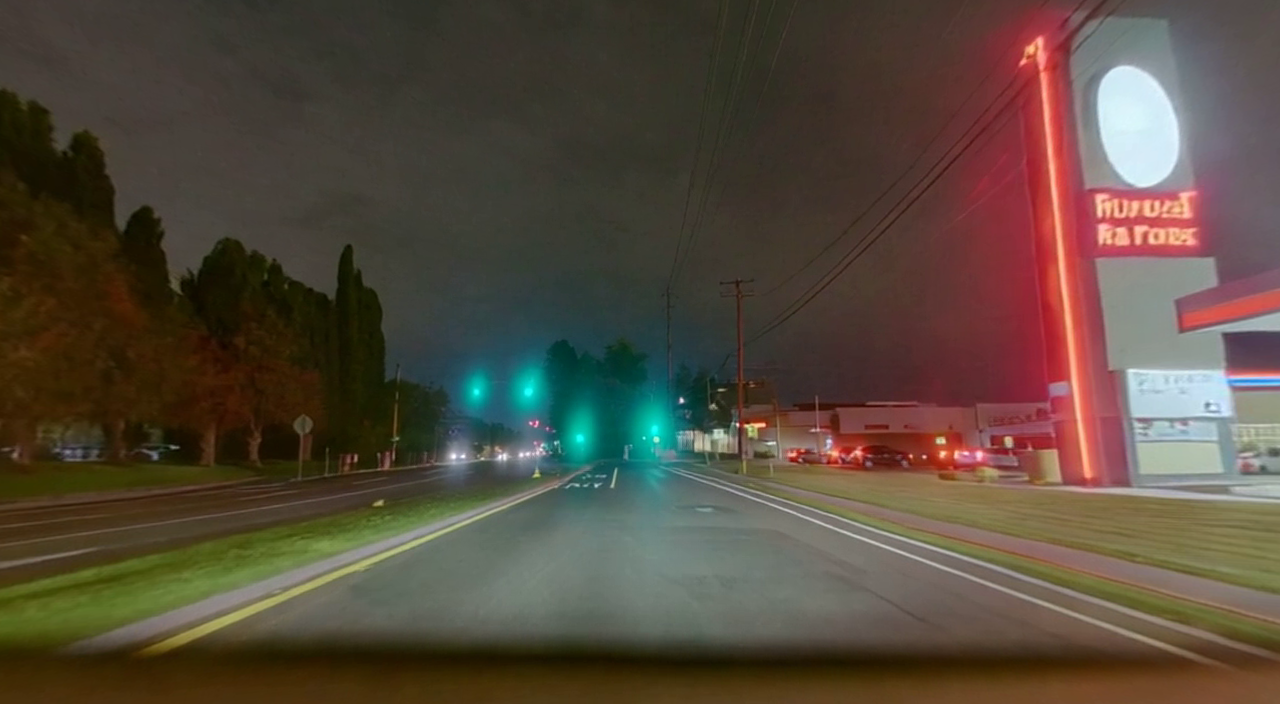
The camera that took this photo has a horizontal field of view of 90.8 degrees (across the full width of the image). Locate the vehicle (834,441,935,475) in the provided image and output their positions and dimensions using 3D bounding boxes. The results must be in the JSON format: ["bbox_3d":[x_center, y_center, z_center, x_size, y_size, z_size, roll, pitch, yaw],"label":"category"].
[{"bbox_3d":[14.110,6.151,36.712,4.996,1.720,2.027,1,-9,2],"label":"vehicle"}]

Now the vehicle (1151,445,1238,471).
[{"bbox_3d":[41.268,7.903,47.114,4.406,1.781,2.092,0,-10,1],"label":"vehicle"}]

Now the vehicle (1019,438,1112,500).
[{"bbox_3d":[14.391,3.971,21.654,2.086,1.845,4.694,-5,-11,28],"label":"vehicle"}]
